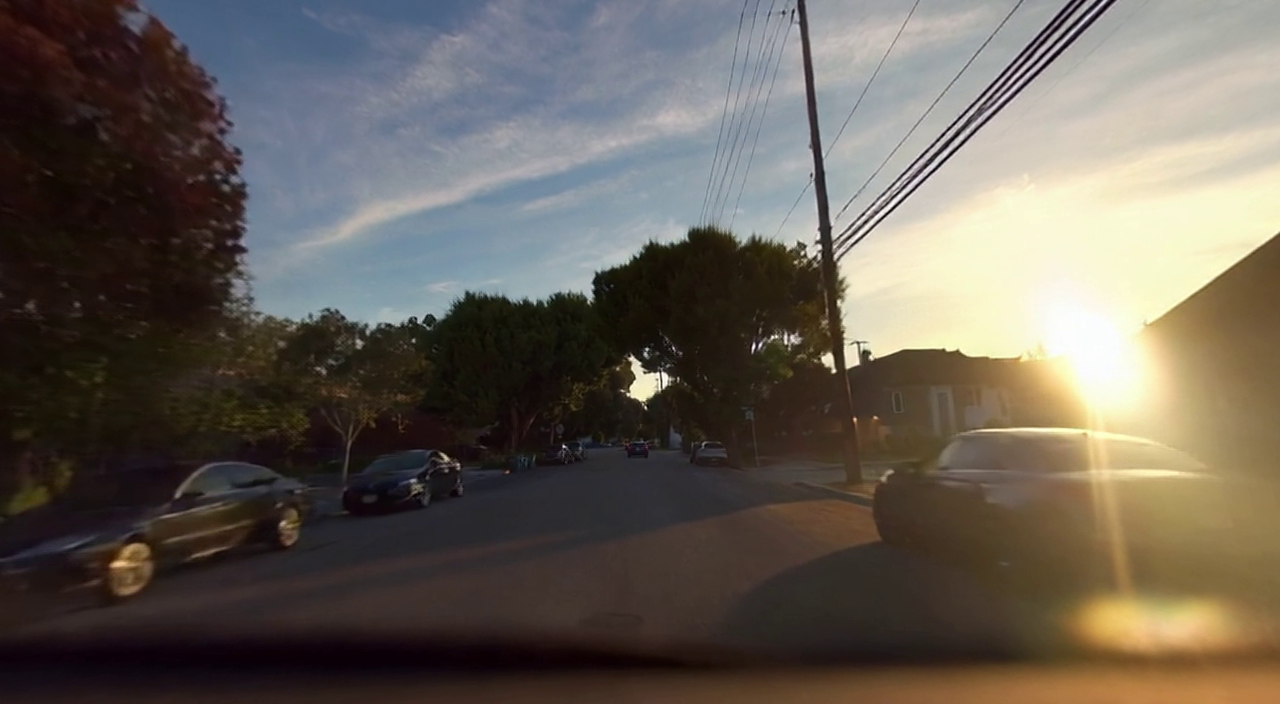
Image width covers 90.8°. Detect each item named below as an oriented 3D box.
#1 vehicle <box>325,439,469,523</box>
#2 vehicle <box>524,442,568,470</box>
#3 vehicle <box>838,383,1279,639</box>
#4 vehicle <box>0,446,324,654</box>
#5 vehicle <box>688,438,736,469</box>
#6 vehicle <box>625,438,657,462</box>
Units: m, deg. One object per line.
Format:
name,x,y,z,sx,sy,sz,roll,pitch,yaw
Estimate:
vehicle,-6.009,3.160,16.328,1.769,1.572,4.990,-4,-6,0
vehicle,-6.049,6.755,41.313,2.094,1.433,5.740,-4,-7,-2
vehicle,3.821,1.387,6.523,2.108,1.719,4.339,0,-8,0
vehicle,-5.971,1.987,7.518,1.930,1.456,4.965,-3,-7,0
vehicle,3.992,5.708,35.841,2.144,1.572,5.026,0,-8,0
vehicle,0.038,6.663,42.982,2.062,1.509,4.305,0,-8,-1
